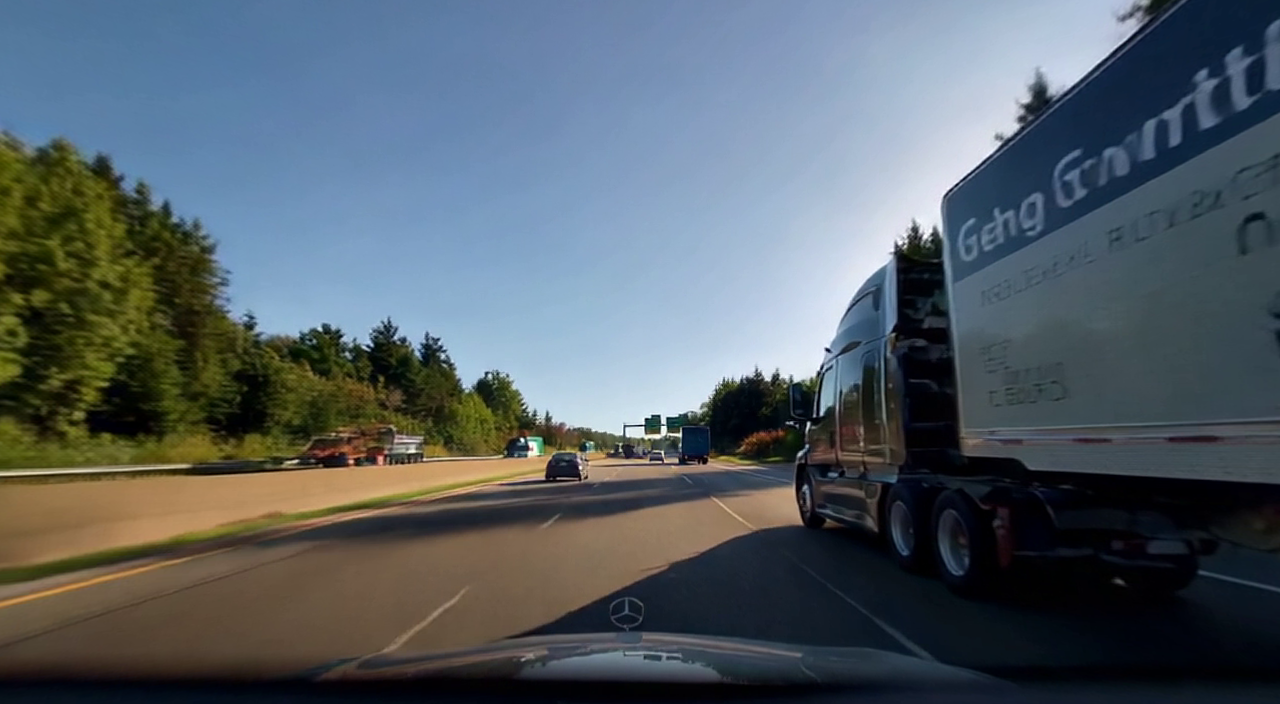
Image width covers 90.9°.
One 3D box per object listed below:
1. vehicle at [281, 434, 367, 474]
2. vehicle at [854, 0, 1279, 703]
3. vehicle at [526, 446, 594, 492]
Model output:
[{"bbox_3d":[-22.288,7.261,44.816,2.614,2.602,6.122,0,-9,3],"label":"vehicle"},{"bbox_3d":[4.549,-0.390,1.854,2.858,3.952,13.731,0,-9,-1],"label":"vehicle"},{"bbox_3d":[-2.969,4.441,24.323,1.960,1.579,4.384,0,-9,1],"label":"vehicle"}]
